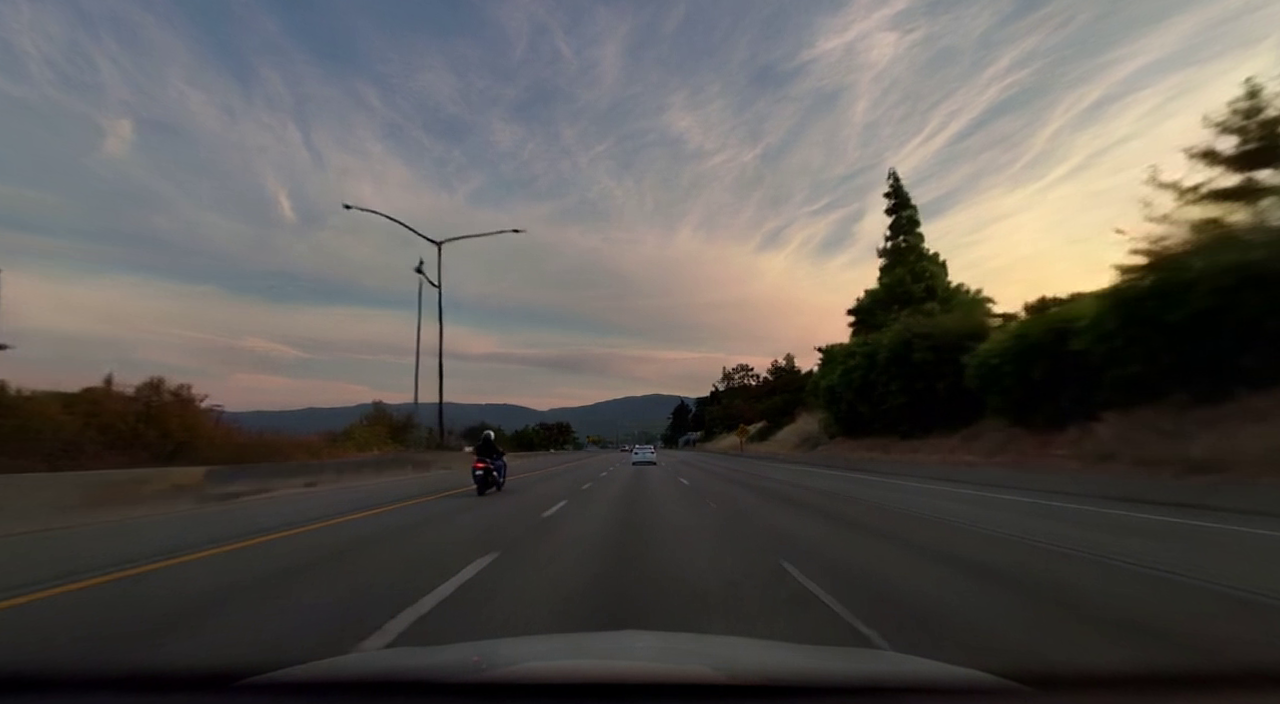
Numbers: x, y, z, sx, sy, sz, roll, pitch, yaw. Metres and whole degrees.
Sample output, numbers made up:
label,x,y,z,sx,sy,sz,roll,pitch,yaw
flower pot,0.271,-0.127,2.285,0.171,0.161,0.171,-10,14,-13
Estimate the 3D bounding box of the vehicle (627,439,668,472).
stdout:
label,x,y,z,sx,sy,sz,roll,pitch,yaw
vehicle,0.437,6.098,37.137,2.247,1.825,4.036,0,-9,0
